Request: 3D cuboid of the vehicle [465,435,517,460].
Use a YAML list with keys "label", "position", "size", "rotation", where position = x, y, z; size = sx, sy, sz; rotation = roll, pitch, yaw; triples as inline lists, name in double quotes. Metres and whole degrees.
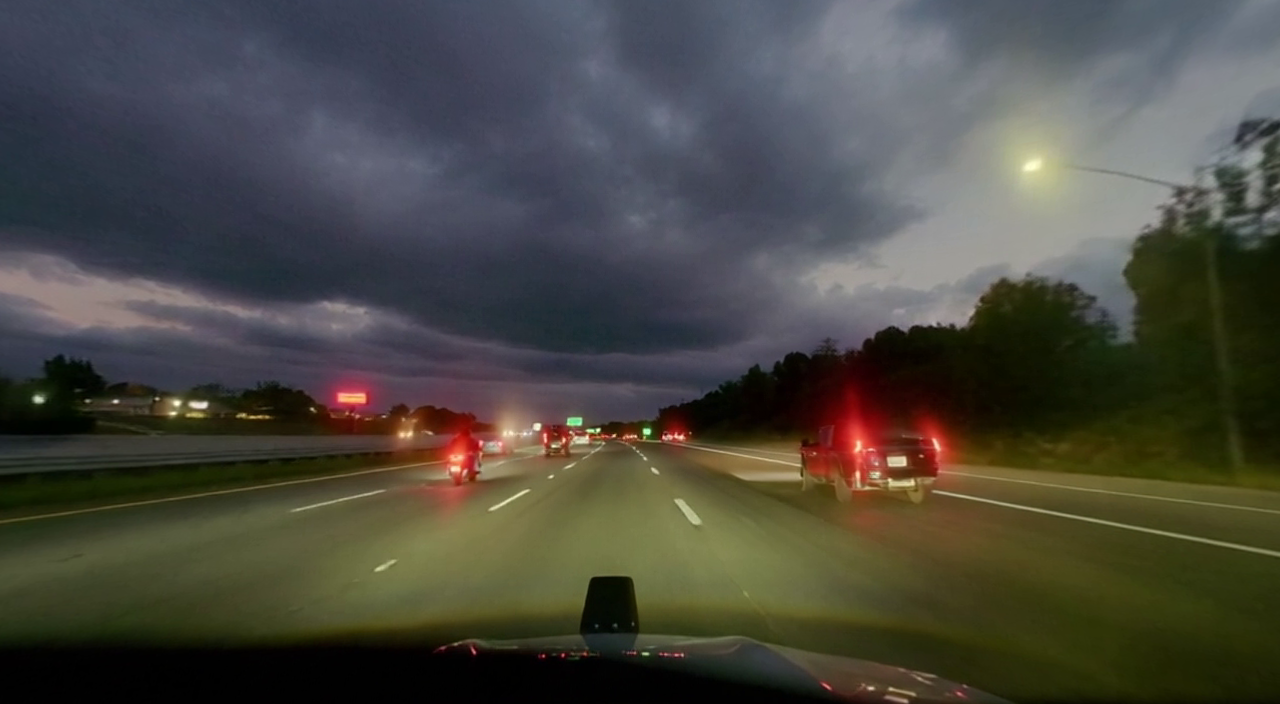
- label: "vehicle"
  position: [-8.862, 5.713, 37.962]
  size: [2.053, 1.409, 4.704]
  rotation: [0, -8, -1]
